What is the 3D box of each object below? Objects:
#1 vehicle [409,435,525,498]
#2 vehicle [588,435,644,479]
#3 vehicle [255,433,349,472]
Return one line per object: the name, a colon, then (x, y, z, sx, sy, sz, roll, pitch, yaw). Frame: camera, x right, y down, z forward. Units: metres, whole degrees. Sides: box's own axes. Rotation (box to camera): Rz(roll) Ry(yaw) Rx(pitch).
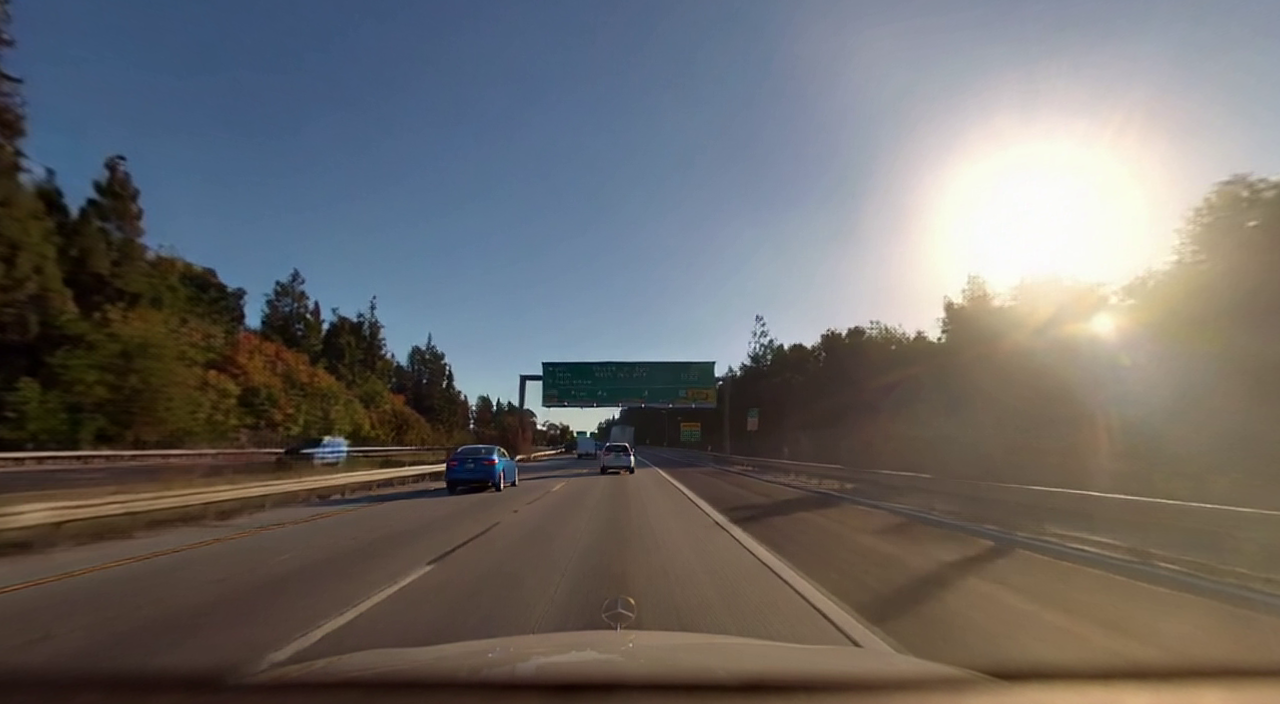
vehicle: (-4.850, 3.284, 18.396, 2.103, 1.588, 4.709, -1, -9, 0)
vehicle: (-0.999, 4.429, 26.662, 2.220, 1.711, 4.056, 0, -9, -2)
vehicle: (-14.510, 4.334, 27.156, 1.854, 1.522, 4.080, 0, -9, -1)
